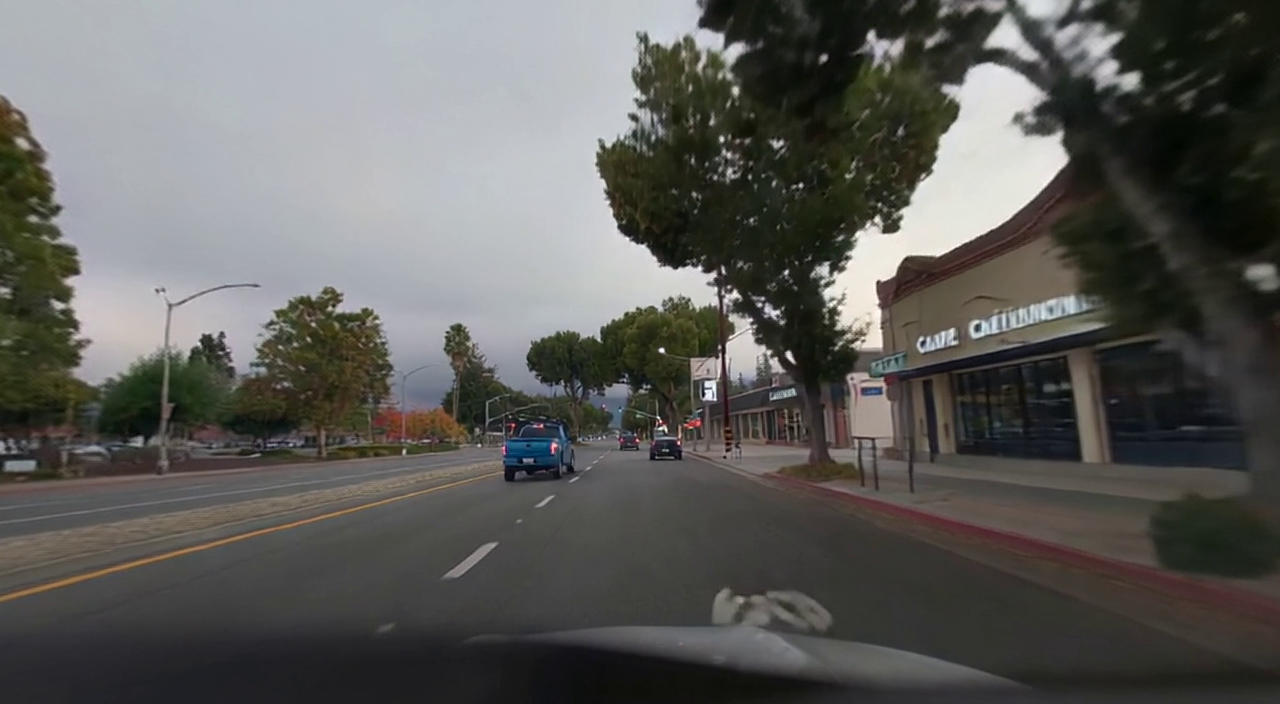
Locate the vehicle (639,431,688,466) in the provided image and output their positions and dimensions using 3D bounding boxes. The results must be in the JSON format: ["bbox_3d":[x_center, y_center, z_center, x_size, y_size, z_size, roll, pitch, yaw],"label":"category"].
[{"bbox_3d":[1.035,4.516,29.900,2.103,1.487,4.101,0,-7,0],"label":"vehicle"}]

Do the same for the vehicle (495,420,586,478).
[{"bbox_3d":[-3.304,3.342,22.118,2.464,1.777,5.128,0,-7,-1],"label":"vehicle"}]
